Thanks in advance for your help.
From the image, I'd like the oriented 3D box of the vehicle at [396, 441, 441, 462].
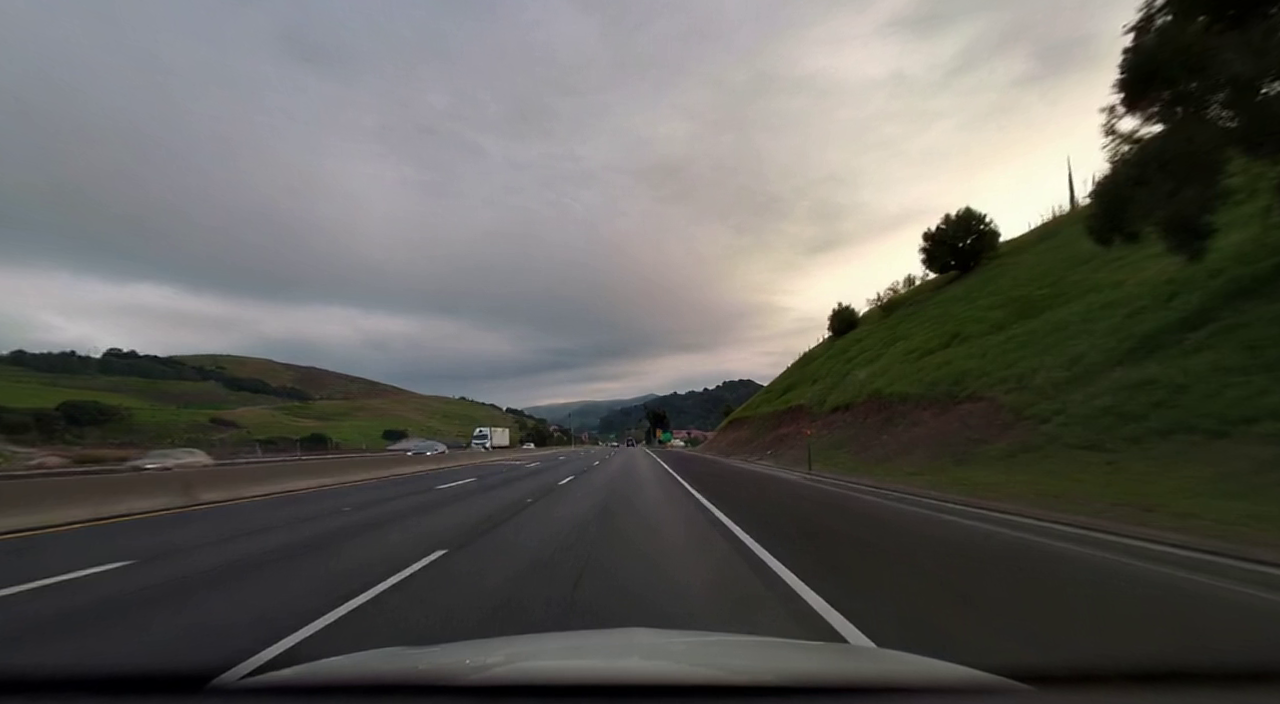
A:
[{"bbox_3d":[-16.676,7.489,47.668,1.788,1.460,4.368,-1,-8,0],"label":"vehicle"}]
